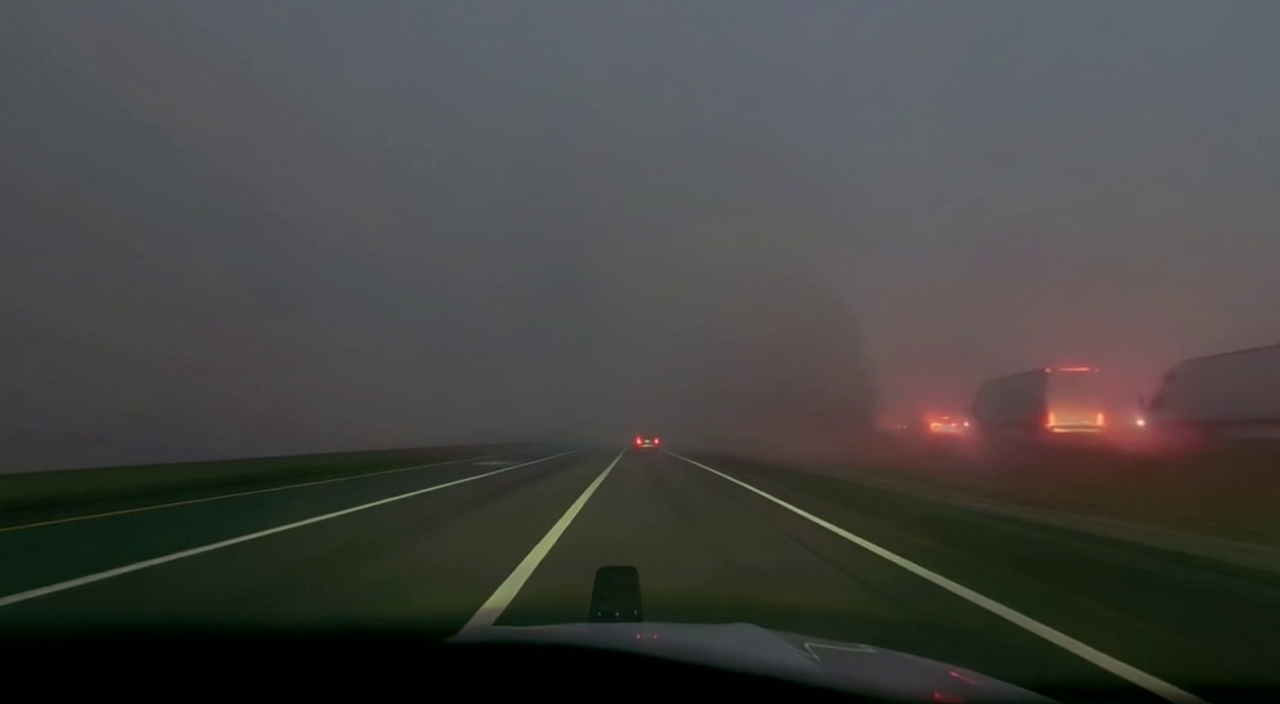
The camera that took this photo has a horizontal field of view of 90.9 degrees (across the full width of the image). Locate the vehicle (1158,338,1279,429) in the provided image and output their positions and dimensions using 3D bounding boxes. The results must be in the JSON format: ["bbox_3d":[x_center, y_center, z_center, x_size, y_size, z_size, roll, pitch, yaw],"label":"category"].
[{"bbox_3d":[31.762,1.417,30.347,2.932,4.074,14.330,-5,-9,7],"label":"vehicle"}]
